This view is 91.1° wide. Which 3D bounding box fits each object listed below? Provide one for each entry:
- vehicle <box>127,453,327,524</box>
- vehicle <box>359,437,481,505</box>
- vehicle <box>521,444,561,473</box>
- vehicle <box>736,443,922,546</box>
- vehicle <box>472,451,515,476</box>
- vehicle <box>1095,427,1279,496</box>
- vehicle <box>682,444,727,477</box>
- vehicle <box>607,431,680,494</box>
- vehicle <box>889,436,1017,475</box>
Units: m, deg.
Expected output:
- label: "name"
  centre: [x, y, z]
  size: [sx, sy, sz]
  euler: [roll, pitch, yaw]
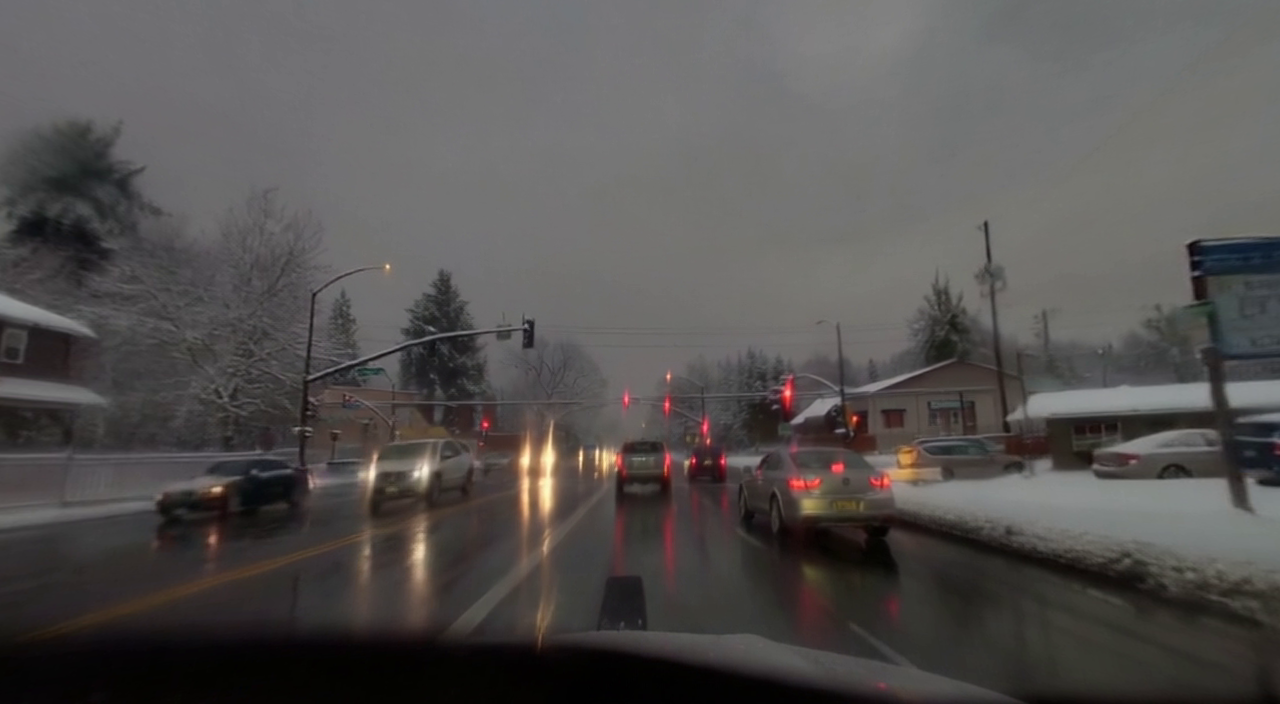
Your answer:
- label: "vehicle"
  centre: [-10.010, 3.298, 15.770]
  size: [1.962, 1.458, 4.505]
  euler: [0, -9, 0]
- label: "vehicle"
  centre: [-6.451, 3.526, 19.023]
  size: [2.092, 1.802, 4.270]
  euler: [0, -9, 1]
- label: "vehicle"
  centre: [-6.653, 7.227, 42.695]
  size: [1.957, 1.836, 4.434]
  euler: [0, -9, 1]
- label: "vehicle"
  centre: [3.123, 2.425, 11.483]
  size: [1.900, 1.478, 4.425]
  euler: [0, -9, -2]
- label: "vehicle"
  centre: [-10.145, 7.700, 43.664]
  size: [1.943, 1.552, 4.670]
  euler: [0, -9, -1]
- label: "vehicle"
  centre: [13.661, 2.520, 14.592]
  size: [4.772, 1.447, 1.747]
  euler: [0, -8, 1]
- label: "vehicle"
  centre: [3.614, 6.151, 35.938]
  size: [2.138, 1.729, 4.178]
  euler: [0, -9, -1]
- label: "vehicle"
  centre: [0.105, 3.789, 21.848]
  size: [2.296, 1.947, 4.168]
  euler: [0, -9, 0]
- label: "vehicle"
  centre: [13.669, 4.535, 27.593]
  size: [4.507, 1.610, 2.045]
  euler: [0, -9, -1]
